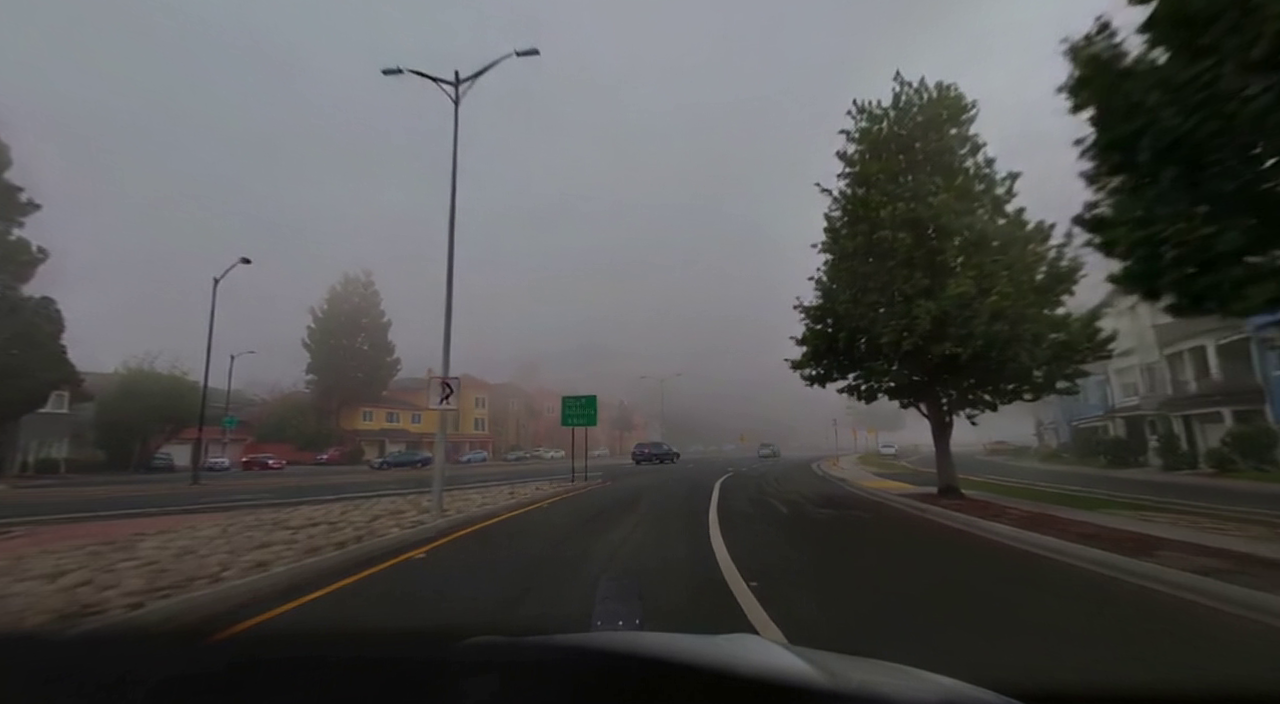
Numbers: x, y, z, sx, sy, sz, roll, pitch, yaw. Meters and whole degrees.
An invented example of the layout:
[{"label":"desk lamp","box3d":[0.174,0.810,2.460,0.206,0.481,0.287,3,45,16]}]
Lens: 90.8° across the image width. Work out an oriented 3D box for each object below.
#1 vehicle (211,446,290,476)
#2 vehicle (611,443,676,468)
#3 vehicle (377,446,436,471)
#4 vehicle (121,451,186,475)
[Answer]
[{"label":"vehicle","box3d":[-28.256,7.994,45.996,1.944,1.714,4.408,-8,-16,24]},{"label":"vehicle","box3d":[0.294,6.565,40.191,2.081,1.489,4.863,-5,-10,27]},{"label":"vehicle","box3d":[-15.635,7.135,42.494,1.753,1.553,3.575,-4,-9,21]},{"label":"vehicle","box3d":[-35.110,8.002,45.600,4.207,1.612,1.951,-5,-10,26]}]
